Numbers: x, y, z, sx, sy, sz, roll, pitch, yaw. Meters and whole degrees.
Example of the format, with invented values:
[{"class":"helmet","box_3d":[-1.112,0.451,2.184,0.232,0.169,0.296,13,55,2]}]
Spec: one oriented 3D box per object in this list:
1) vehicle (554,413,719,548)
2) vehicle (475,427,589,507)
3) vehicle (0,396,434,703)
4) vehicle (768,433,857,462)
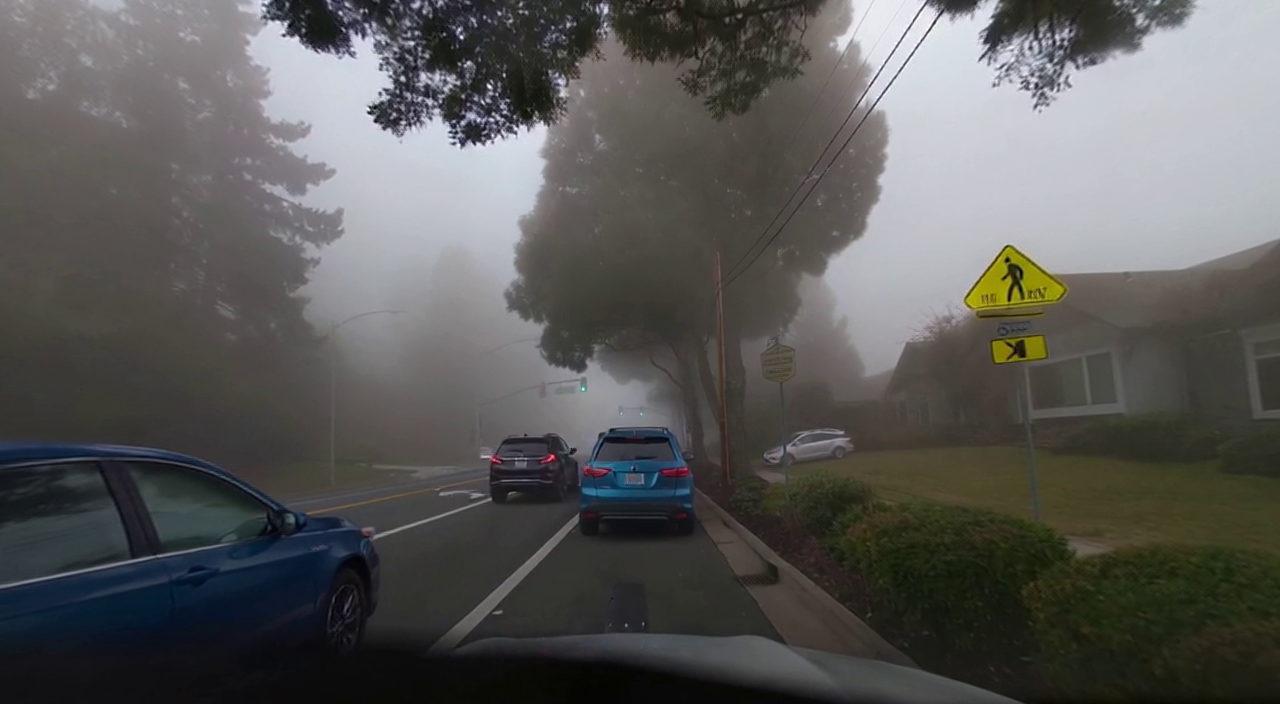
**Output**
[{"class":"vehicle","box_3d":[0.000,1.944,10.127,2.120,1.718,3.909,0,-9,2]},{"class":"vehicle","box_3d":[-2.554,2.841,16.000,2.000,1.737,4.133,0,-9,2]},{"class":"vehicle","box_3d":[-2.860,1.071,3.178,1.968,1.472,4.685,0,-9,1]},{"class":"vehicle","box_3d":[9.493,5.301,35.035,4.456,1.504,1.914,-1,-8,4]}]
